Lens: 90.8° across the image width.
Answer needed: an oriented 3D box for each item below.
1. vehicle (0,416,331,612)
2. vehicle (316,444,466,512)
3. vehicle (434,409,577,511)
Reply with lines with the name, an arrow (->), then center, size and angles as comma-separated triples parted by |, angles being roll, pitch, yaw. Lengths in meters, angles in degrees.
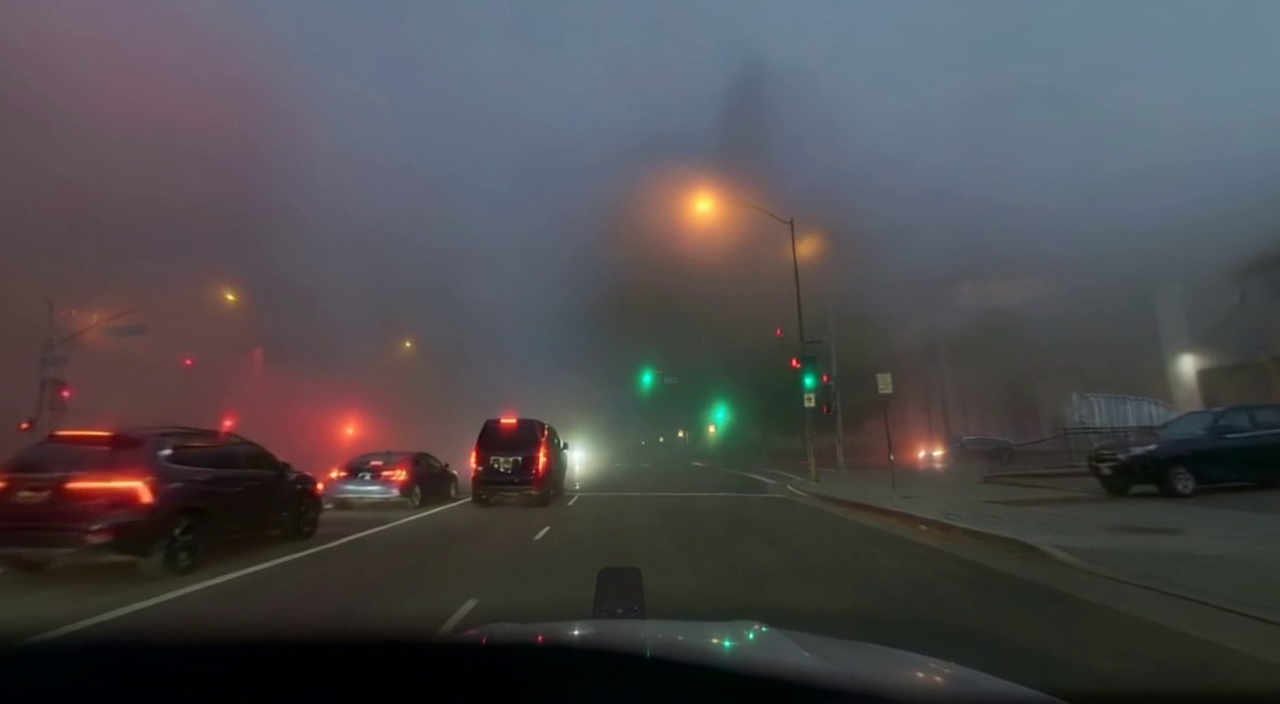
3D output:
vehicle -> -6.043, 1.714, 7.710 | 2.228, 1.652, 4.593 | 0, -8, -1
vehicle -> -6.029, 3.069, 15.978 | 1.982, 1.452, 4.463 | 0, -8, 0
vehicle -> -3.143, 2.711, 16.309 | 2.496, 2.155, 5.468 | 0, -8, 0
